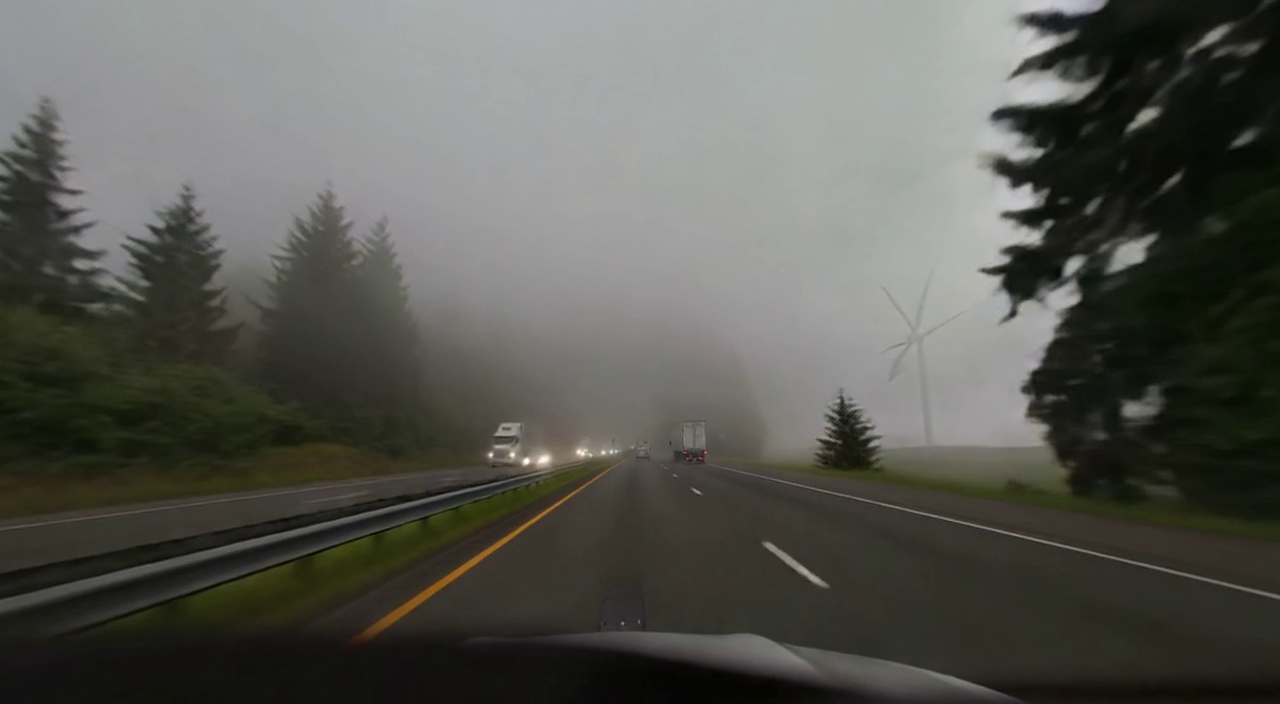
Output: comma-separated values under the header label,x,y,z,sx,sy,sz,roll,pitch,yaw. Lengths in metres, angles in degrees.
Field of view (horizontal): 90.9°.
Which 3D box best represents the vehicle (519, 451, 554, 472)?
label,x,y,z,sx,sy,sz,roll,pitch,yaw
vehicle,-8.111,8.630,49.712,2.015,1.523,4.279,0,-9,1
